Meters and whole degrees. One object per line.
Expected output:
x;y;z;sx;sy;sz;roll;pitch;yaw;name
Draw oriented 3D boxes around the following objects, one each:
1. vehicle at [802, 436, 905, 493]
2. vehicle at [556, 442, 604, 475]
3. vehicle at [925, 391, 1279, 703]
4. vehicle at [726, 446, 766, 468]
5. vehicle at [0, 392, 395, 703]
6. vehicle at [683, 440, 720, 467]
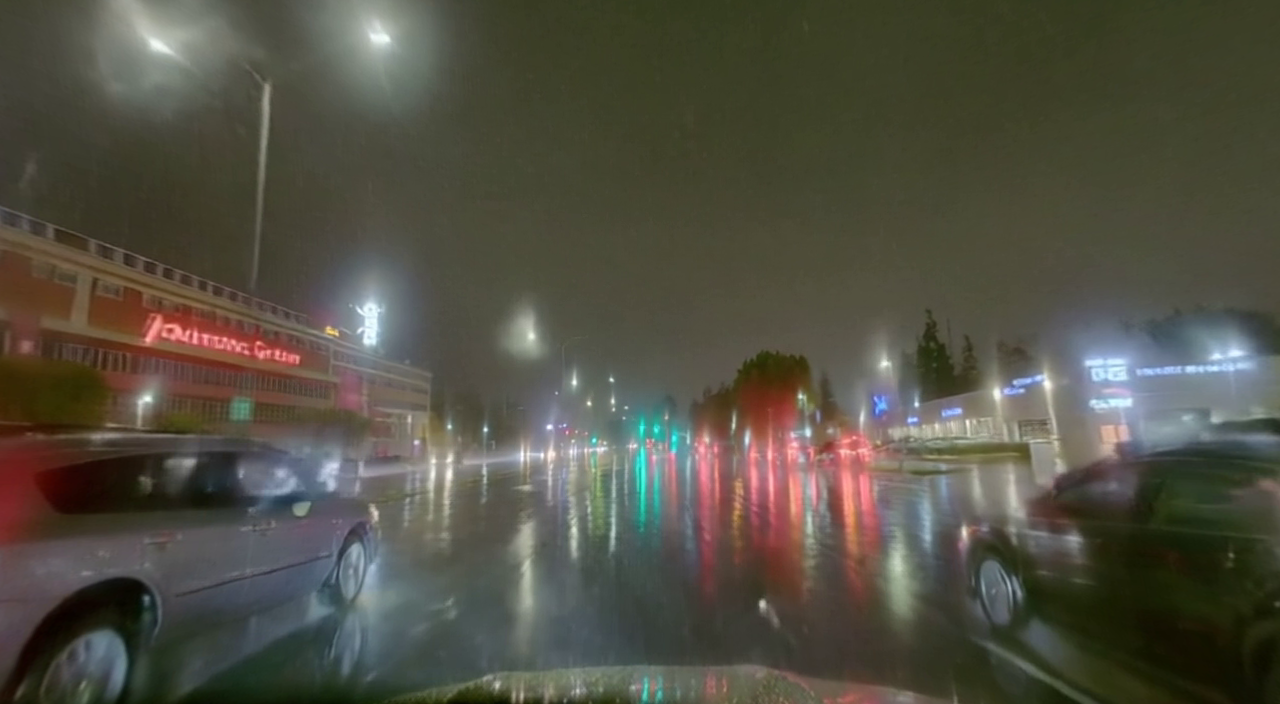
7.509;3.981;22.716;2.003;1.789;4.718;0;-8;0;vehicle
-2.917;5.281;31.589;1.917;1.511;4.436;0;-8;1;vehicle
3.342;0.975;2.842;1.981;1.499;4.536;0;-8;0;vehicle
7.630;7.579;45.777;1.976;1.469;4.576;0;-8;-2;vehicle
-3.511;1.089;3.583;2.155;1.504;4.776;-1;-8;2;vehicle
4.166;6.906;43.116;2.007;1.683;4.171;0;-8;-1;vehicle
